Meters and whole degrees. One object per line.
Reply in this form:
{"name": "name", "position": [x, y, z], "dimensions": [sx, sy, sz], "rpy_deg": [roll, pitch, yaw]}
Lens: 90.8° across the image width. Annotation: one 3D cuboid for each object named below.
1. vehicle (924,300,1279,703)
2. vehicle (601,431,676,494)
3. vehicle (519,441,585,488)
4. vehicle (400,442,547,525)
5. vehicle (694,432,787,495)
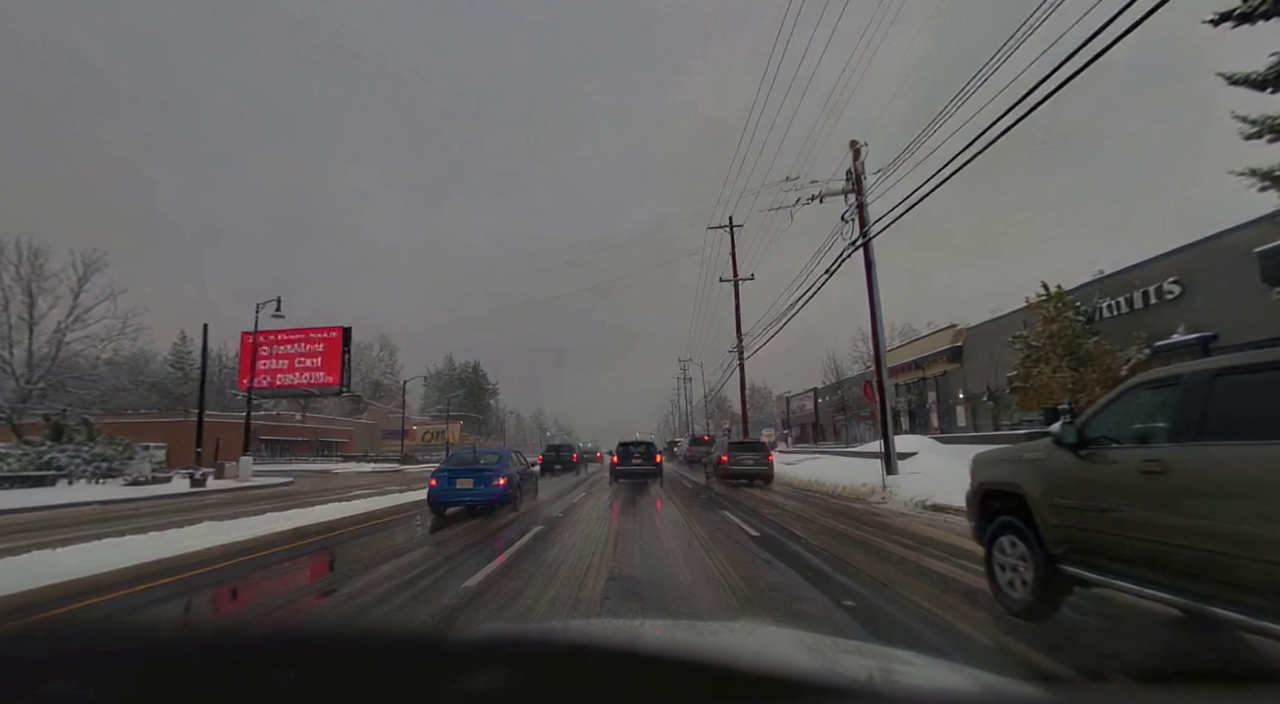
{"name": "vehicle", "position": [3.880, 0.844, 3.335], "dimensions": [2.292, 1.935, 5.112], "rpy_deg": [0, -8, -1]}
{"name": "vehicle", "position": [-0.070, 3.758, 21.875], "dimensions": [2.326, 1.925, 4.253], "rpy_deg": [0, -8, 0]}
{"name": "vehicle", "position": [-3.297, 4.305, 24.518], "dimensions": [2.051, 1.671, 3.861], "rpy_deg": [0, -8, -1]}
{"name": "vehicle", "position": [-3.406, 2.768, 13.960], "dimensions": [2.022, 1.498, 4.471], "rpy_deg": [0, -8, 0]}
{"name": "vehicle", "position": [3.275, 3.767, 21.758], "dimensions": [2.282, 1.897, 4.915], "rpy_deg": [0, -8, -1]}
